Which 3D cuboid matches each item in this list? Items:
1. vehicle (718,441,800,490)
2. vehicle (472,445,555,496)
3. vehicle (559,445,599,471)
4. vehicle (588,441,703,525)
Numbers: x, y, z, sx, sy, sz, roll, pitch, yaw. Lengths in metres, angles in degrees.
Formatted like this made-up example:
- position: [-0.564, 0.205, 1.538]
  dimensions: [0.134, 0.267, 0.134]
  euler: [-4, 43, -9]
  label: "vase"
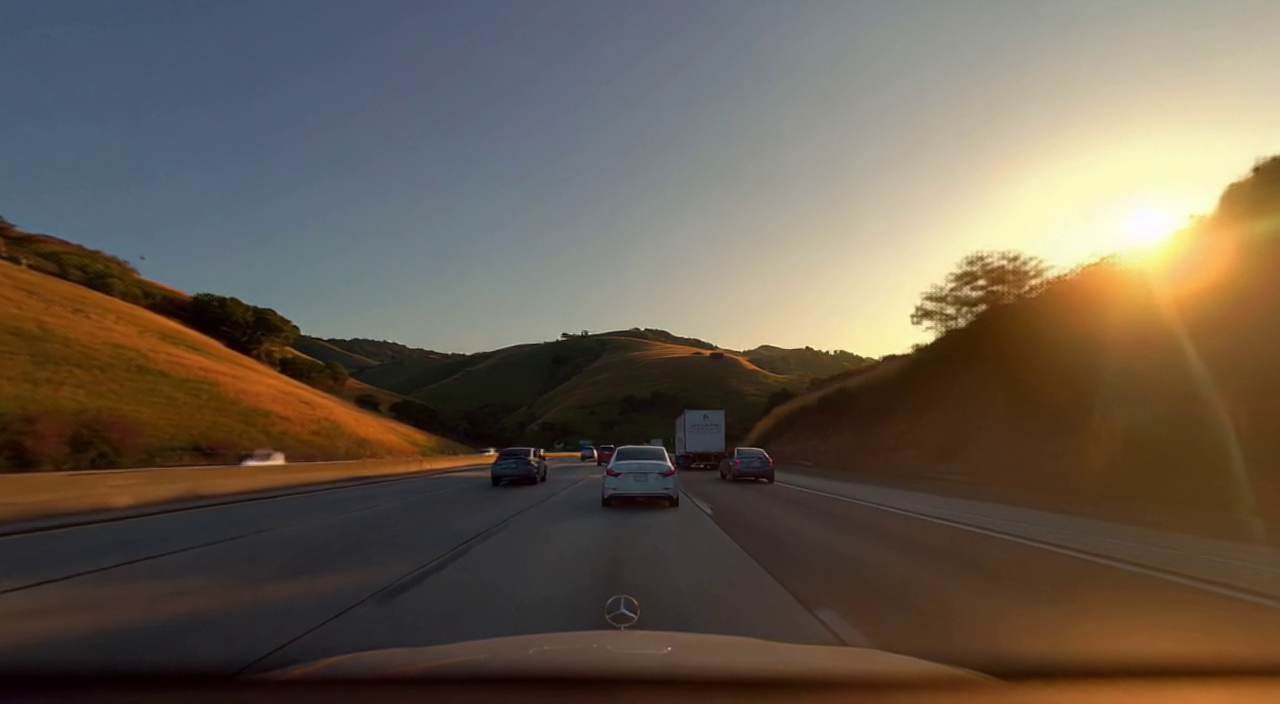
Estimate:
- position: [4.129, 4.037, 22.751]
  dimensions: [2.029, 1.579, 4.484]
  euler: [0, -9, -1]
  label: "vehicle"
- position: [-4.033, 3.856, 20.821]
  dimensions: [1.848, 1.486, 3.832]
  euler: [0, -9, 1]
  label: "vehicle"
- position: [-4.069, 7.213, 42.979]
  dimensions: [2.211, 1.669, 4.224]
  euler: [0, -9, 1]
  label: "vehicle"
- position: [0.103, 2.623, 13.088]
  dimensions: [2.041, 1.484, 3.535]
  euler: [0, -9, 0]
  label: "vehicle"
